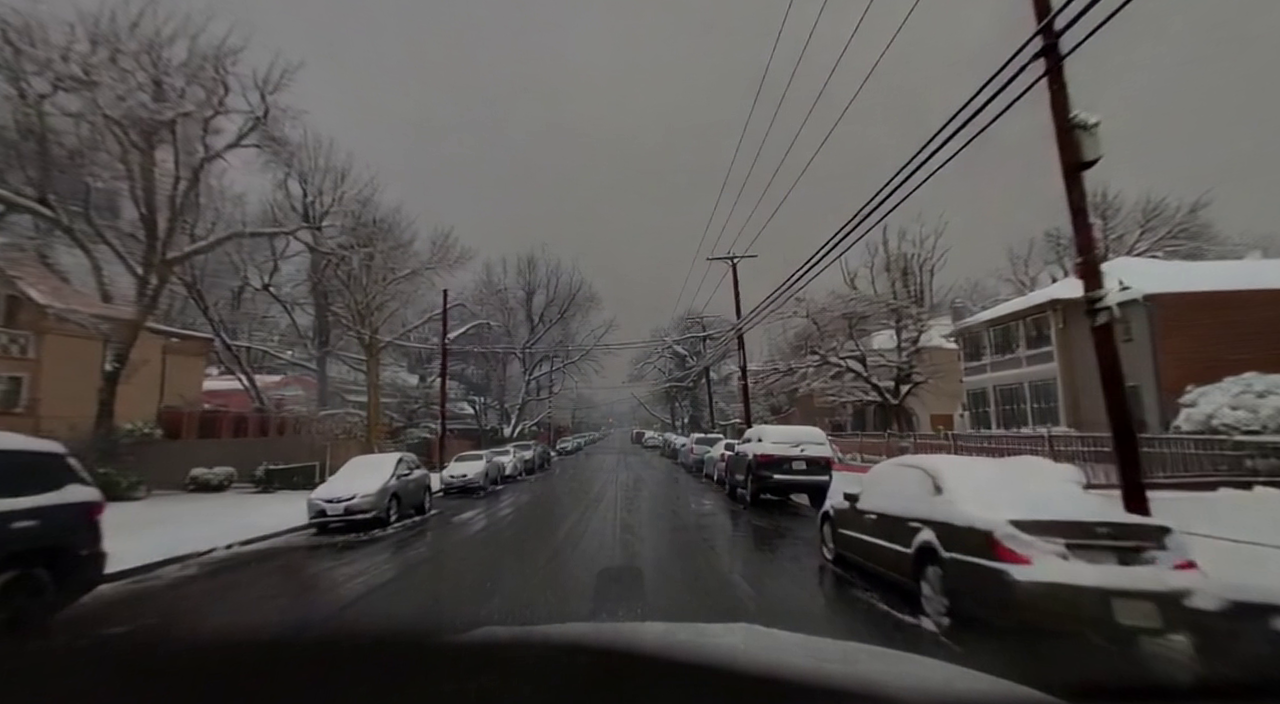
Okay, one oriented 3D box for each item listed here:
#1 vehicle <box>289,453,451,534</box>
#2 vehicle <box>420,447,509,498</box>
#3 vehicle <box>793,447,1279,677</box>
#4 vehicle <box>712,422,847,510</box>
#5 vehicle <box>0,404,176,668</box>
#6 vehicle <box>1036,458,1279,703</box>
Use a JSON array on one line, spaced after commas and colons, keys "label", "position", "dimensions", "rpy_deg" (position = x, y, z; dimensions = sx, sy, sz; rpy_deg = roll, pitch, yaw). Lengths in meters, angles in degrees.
[{"label": "vehicle", "position": [-6.394, 3.346, 15.747], "dimensions": [2.002, 1.585, 5.080], "rpy_deg": [0, -8, -2]}, {"label": "vehicle", "position": [-6.390, 4.440, 23.584], "dimensions": [1.924, 1.525, 4.688], "rpy_deg": [-5, -9, 0]}, {"label": "vehicle", "position": [3.200, 1.695, 6.440], "dimensions": [2.021, 1.417, 4.716], "rpy_deg": [0, -8, -1]}, {"label": "vehicle", "position": [3.290, 2.845, 16.214], "dimensions": [2.107, 1.866, 5.199], "rpy_deg": [0, -9, -2]}, {"label": "vehicle", "position": [-5.893, 1.372, 4.113], "dimensions": [2.096, 1.966, 4.944], "rpy_deg": [-4, -7, -1]}, {"label": "vehicle", "position": [3.295, 0.847, 0.960], "dimensions": [2.126, 1.448, 4.853], "rpy_deg": [0, -11, -2]}]
